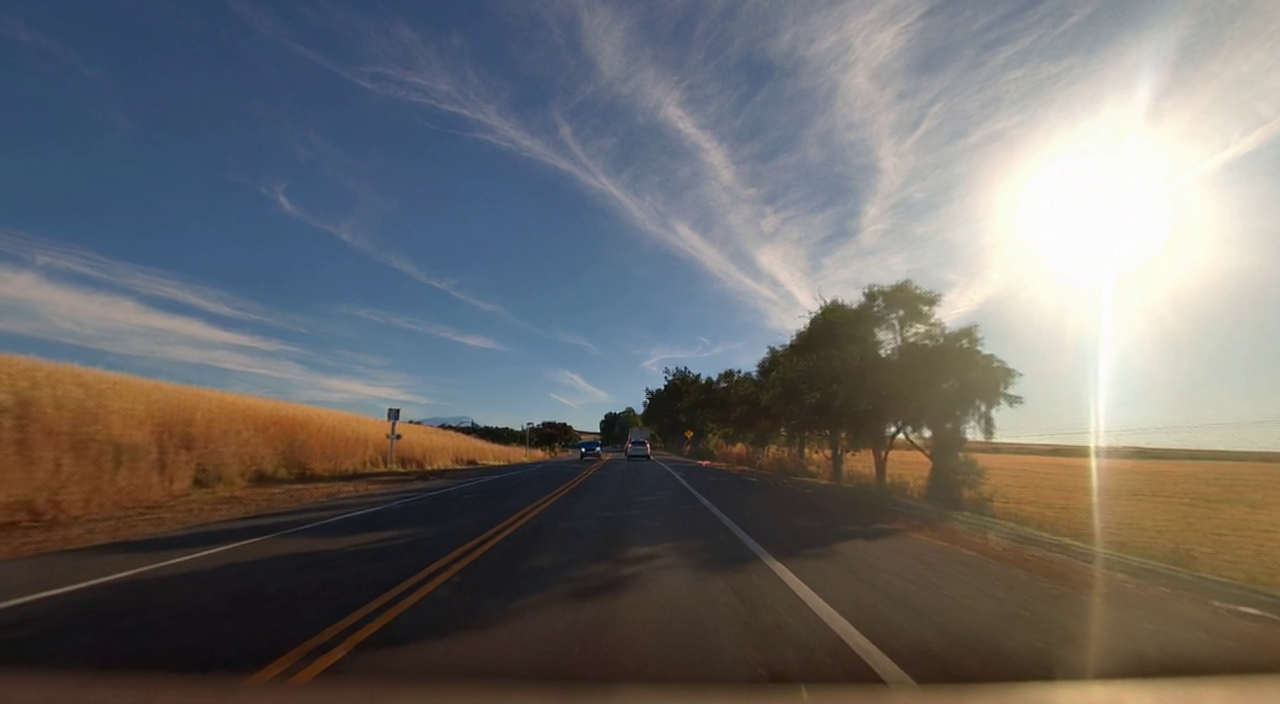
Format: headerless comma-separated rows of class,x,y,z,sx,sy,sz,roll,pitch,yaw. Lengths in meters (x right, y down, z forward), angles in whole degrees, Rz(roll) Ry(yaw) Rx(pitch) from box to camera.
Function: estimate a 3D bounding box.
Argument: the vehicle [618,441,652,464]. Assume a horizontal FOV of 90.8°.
vehicle,-0.347,6.865,43.307,2.186,1.486,3.861,0,-9,0
